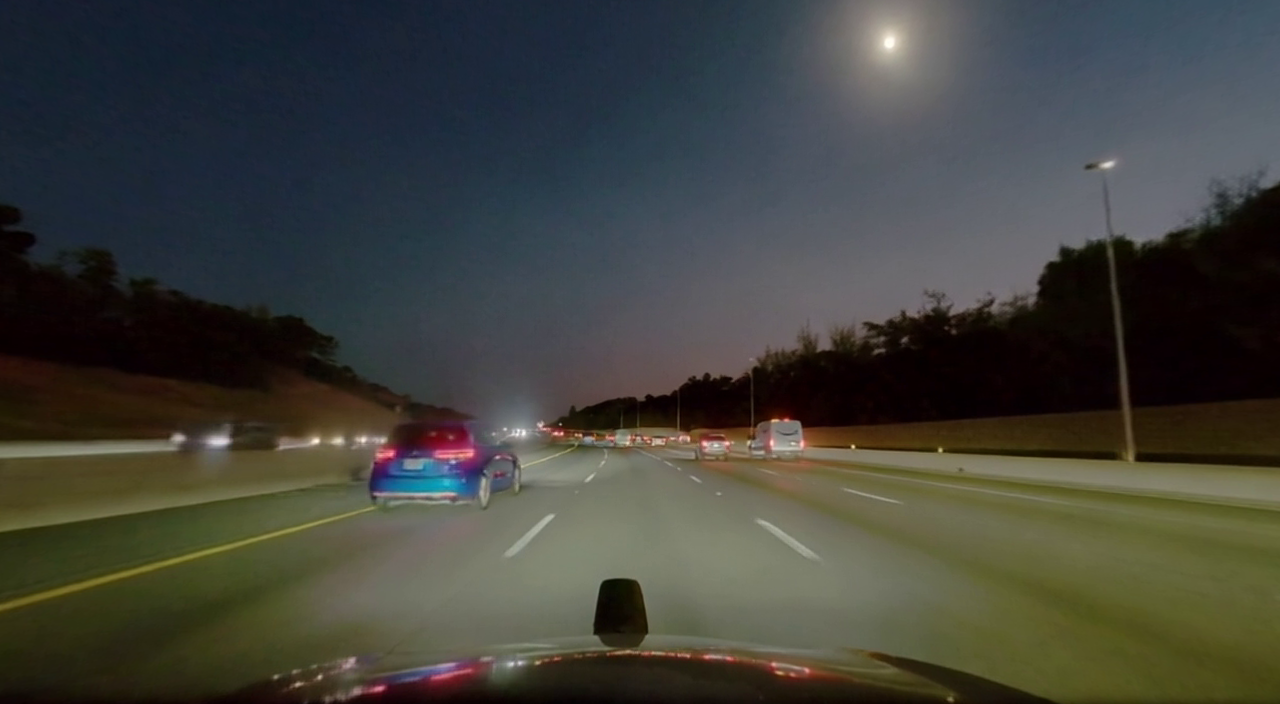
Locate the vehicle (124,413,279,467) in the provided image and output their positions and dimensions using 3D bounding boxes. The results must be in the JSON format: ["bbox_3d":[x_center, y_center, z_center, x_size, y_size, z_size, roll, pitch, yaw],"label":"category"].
[{"bbox_3d":[-17.693,3.635,25.949,2.279,1.925,5.802,0,-8,-1],"label":"vehicle"}]

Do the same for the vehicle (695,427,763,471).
[{"bbox_3d":[3.751,4.194,27.401,2.141,1.732,4.279,0,-8,-3],"label":"vehicle"}]

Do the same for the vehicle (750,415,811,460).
[{"bbox_3d":[9.465,5.909,43.222,2.274,2.802,6.802,0,-8,-3],"label":"vehicle"}]

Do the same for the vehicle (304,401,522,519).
[{"bbox_3d":[-4.219,2.167,13.136,2.331,1.884,5.787,-1,-8,1],"label":"vehicle"}]
